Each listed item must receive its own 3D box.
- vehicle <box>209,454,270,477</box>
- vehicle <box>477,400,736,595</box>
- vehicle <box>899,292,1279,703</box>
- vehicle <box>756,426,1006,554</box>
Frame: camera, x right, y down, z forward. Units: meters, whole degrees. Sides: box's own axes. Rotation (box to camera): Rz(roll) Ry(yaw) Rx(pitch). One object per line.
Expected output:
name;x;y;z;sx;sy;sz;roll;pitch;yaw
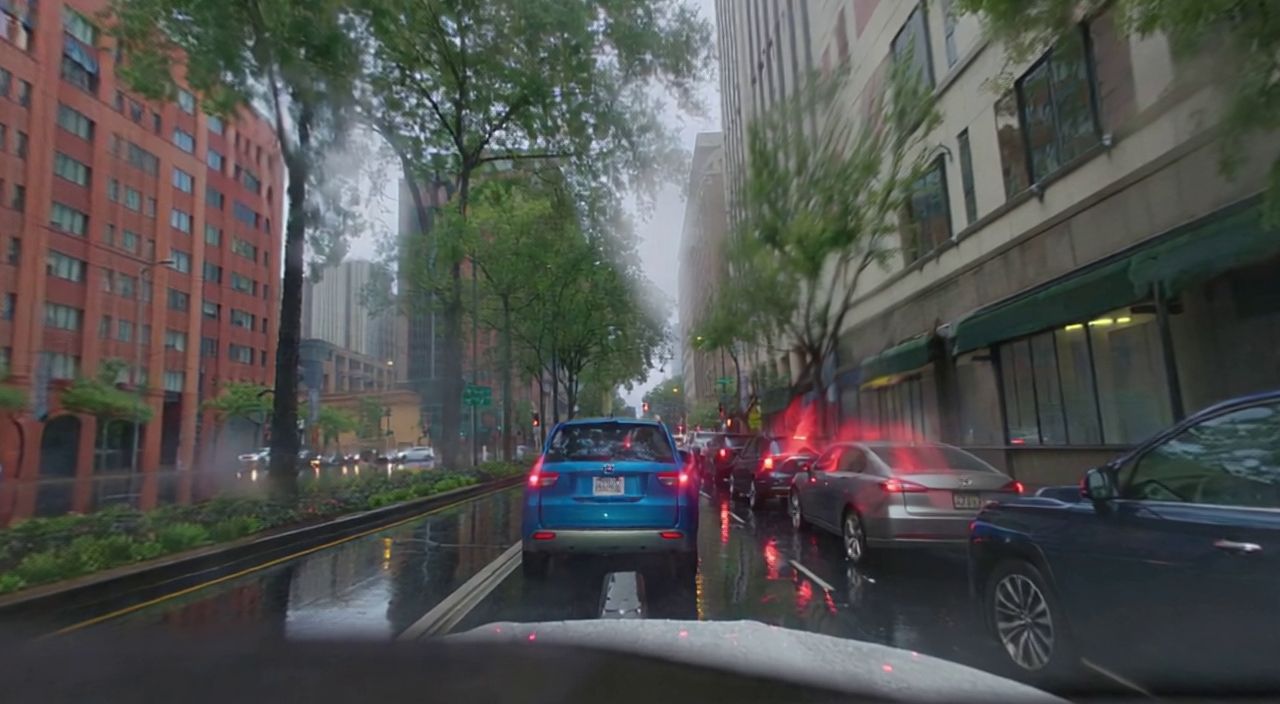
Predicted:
vehicle;-27.917;7.891;44.237;1.967;1.428;4.832;1;-9;-12
vehicle;-0.342;1.578;7.639;2.249;1.684;4.084;0;-9;-2
vehicle;2.994;0.749;2.258;2.063;1.760;4.664;0;-9;-1
vehicle;3.281;1.983;9.826;1.941;1.482;4.632;0;-9;-2
